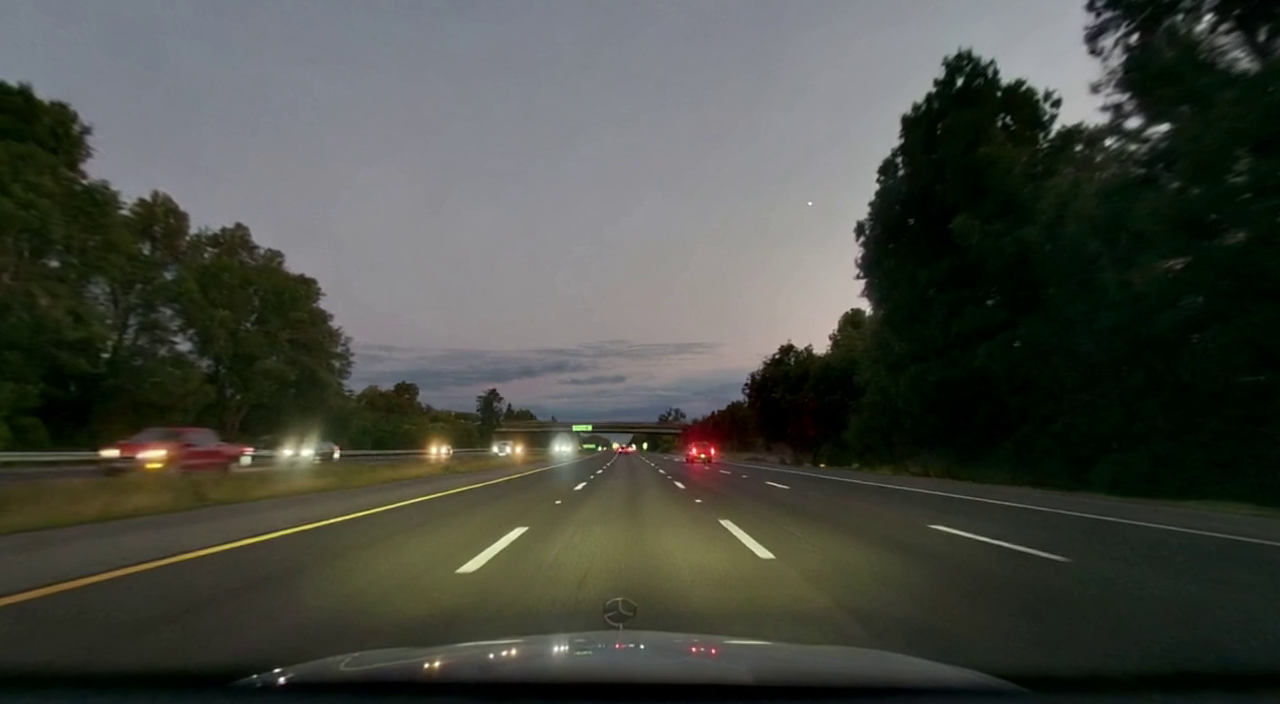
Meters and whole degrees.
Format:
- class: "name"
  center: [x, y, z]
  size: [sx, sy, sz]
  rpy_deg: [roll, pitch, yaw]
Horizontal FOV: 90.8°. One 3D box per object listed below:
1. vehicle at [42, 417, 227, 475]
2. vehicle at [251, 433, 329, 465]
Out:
- class: "vehicle"
  center: [-16.579, 3.159, 21.182]
  size: [2.063, 1.703, 4.992]
  rpy_deg: [0, -9, 0]
- class: "vehicle"
  center: [-20.211, 5.629, 36.729]
  size: [1.963, 1.704, 4.515]
  rpy_deg: [0, -9, -1]
